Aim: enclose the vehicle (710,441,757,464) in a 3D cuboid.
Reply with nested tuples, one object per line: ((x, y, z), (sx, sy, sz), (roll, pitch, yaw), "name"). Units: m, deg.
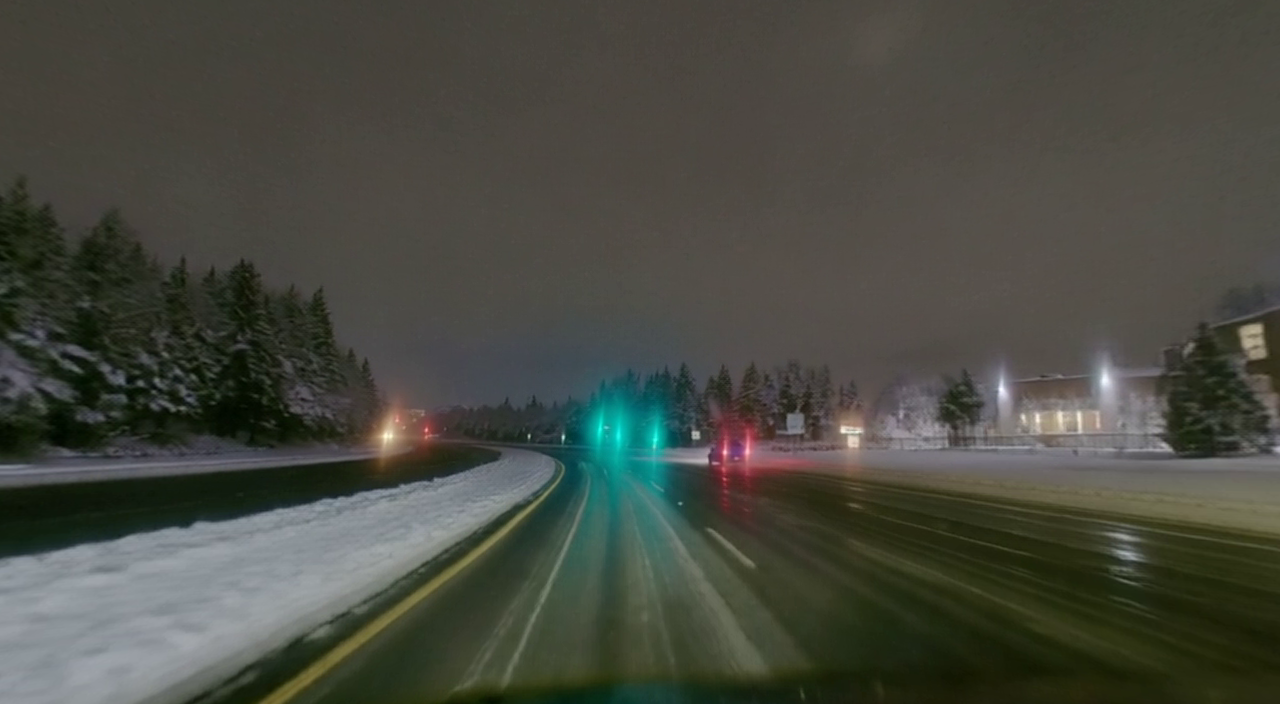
((6.247, 6.795, 42.683), (1.908, 1.483, 4.474), (1, -9, -8), "vehicle")
